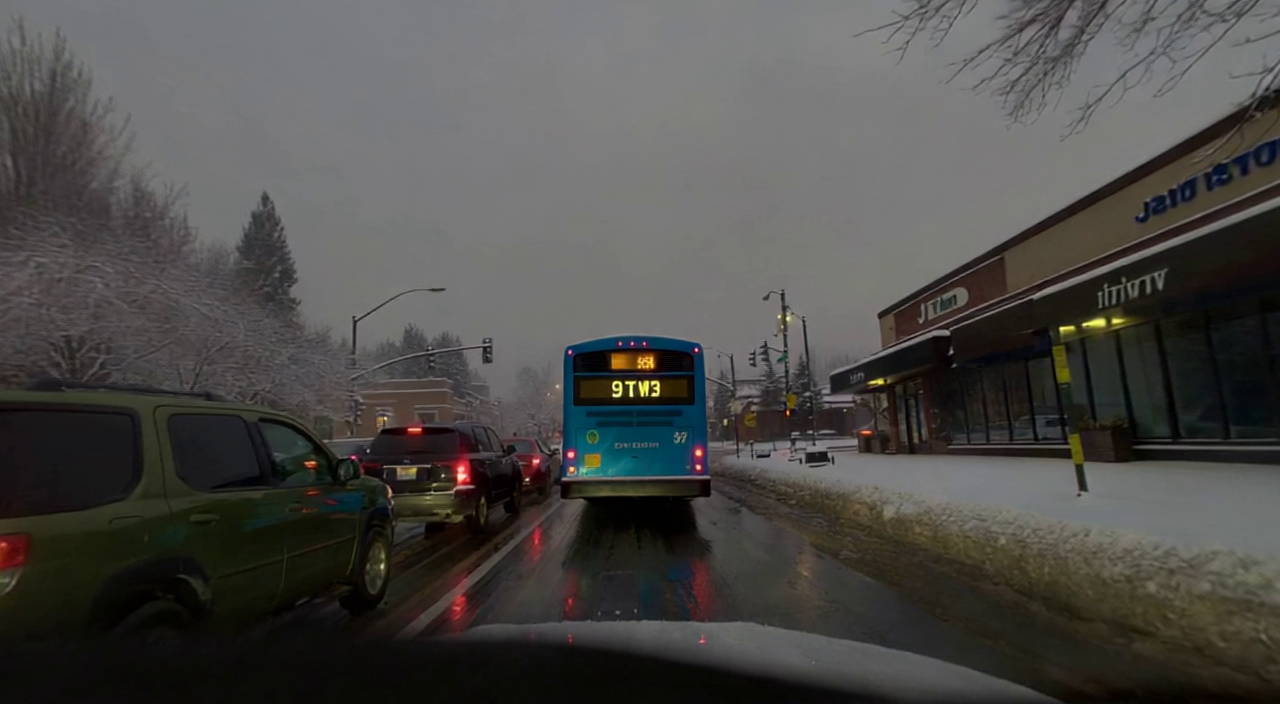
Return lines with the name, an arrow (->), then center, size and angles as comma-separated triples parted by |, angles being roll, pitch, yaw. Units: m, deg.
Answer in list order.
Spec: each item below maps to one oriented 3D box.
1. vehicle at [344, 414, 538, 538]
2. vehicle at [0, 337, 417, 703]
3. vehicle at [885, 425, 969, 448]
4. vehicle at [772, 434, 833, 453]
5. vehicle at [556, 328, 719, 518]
vehicle -> -3.345, 2.198, 11.787 | 2.096, 1.828, 4.669 | 0, -8, 0
vehicle -> -3.212, 1.093, 3.980 | 2.020, 1.725, 4.384 | 0, -8, 0
vehicle -> 19.432, 5.755, 42.918 | 4.774, 1.492, 1.802 | 0, -9, -1
vehicle -> 11.950, 6.742, 46.664 | 3.949, 1.337, 1.738 | 0, -9, -3
vehicle -> -0.297, 2.005, 16.560 | 2.938, 3.468, 9.972 | 0, -9, -3
